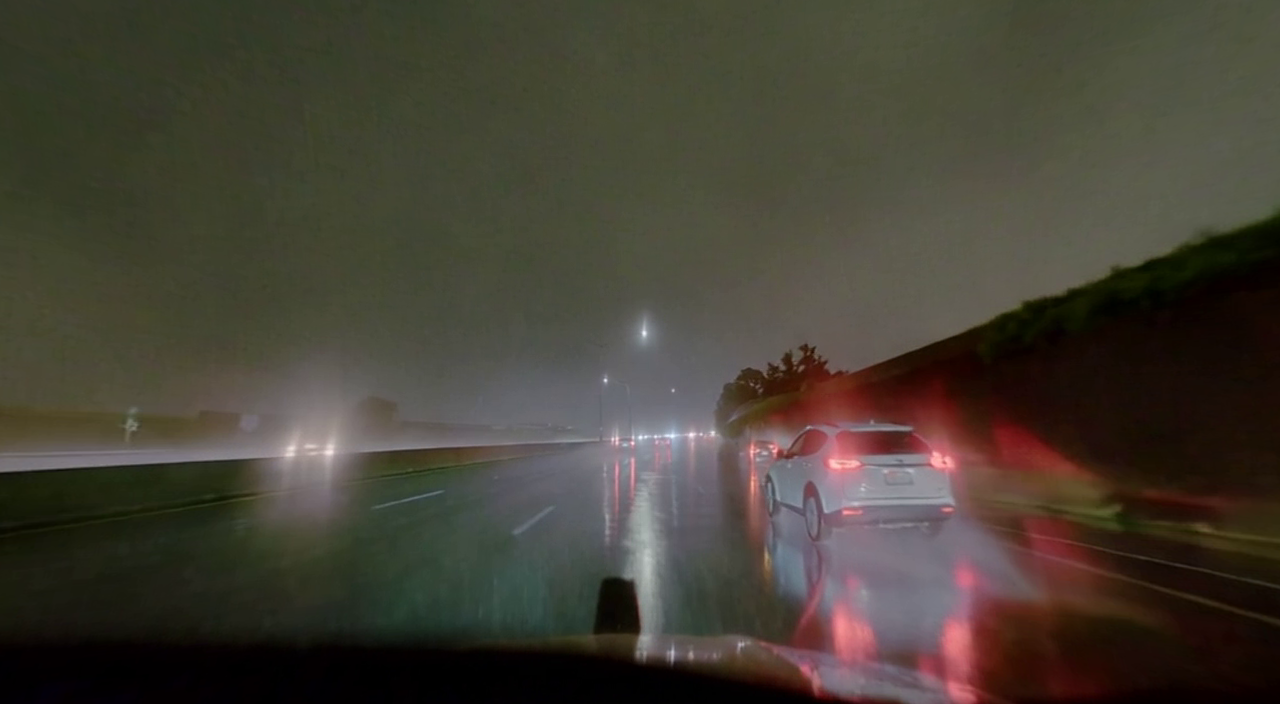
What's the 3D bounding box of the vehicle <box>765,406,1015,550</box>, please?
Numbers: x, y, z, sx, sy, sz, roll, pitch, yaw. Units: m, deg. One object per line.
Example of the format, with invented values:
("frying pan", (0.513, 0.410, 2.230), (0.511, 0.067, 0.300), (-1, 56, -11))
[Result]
("vehicle", (3.448, 1.838, 9.778), (2.090, 1.715, 4.228), (0, -8, 0))
